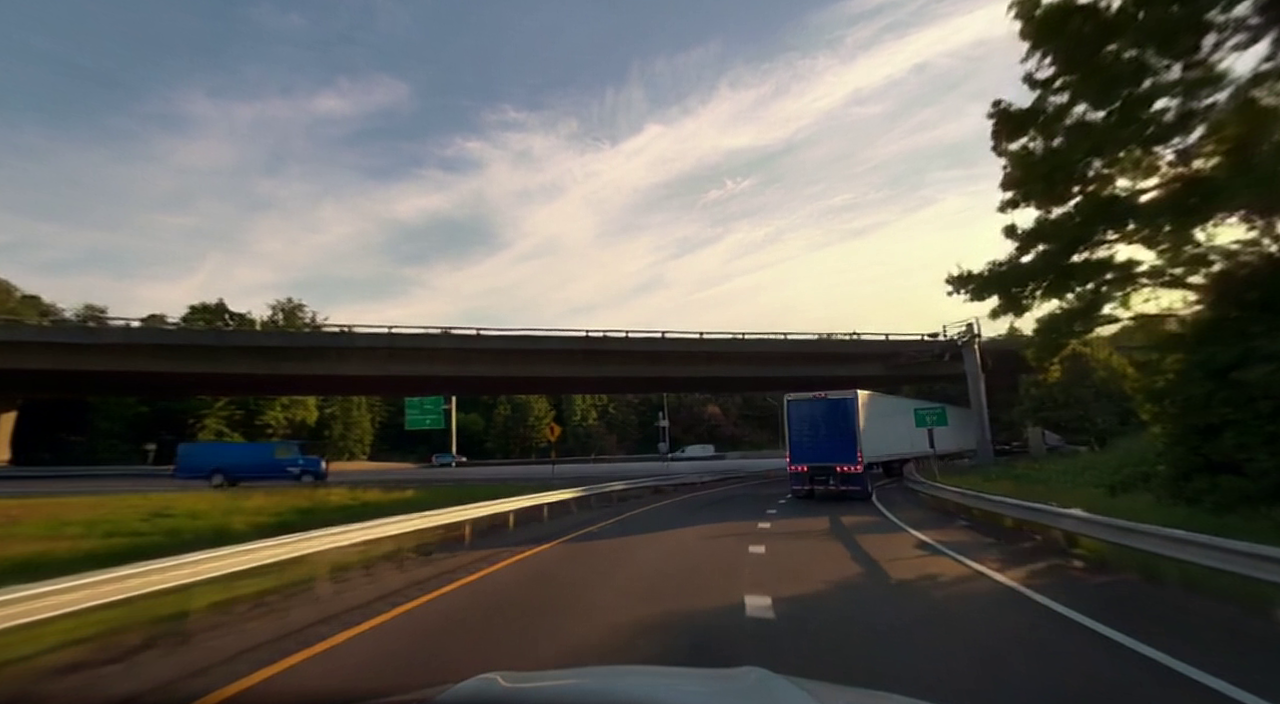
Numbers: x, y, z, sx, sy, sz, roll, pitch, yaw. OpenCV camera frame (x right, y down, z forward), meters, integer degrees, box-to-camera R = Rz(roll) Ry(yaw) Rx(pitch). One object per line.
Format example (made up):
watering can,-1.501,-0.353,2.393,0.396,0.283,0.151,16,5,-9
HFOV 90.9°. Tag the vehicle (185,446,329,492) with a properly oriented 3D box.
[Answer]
vehicle,-13.446,4.062,22.216,4.024,1.444,1.940,7,-11,-38
